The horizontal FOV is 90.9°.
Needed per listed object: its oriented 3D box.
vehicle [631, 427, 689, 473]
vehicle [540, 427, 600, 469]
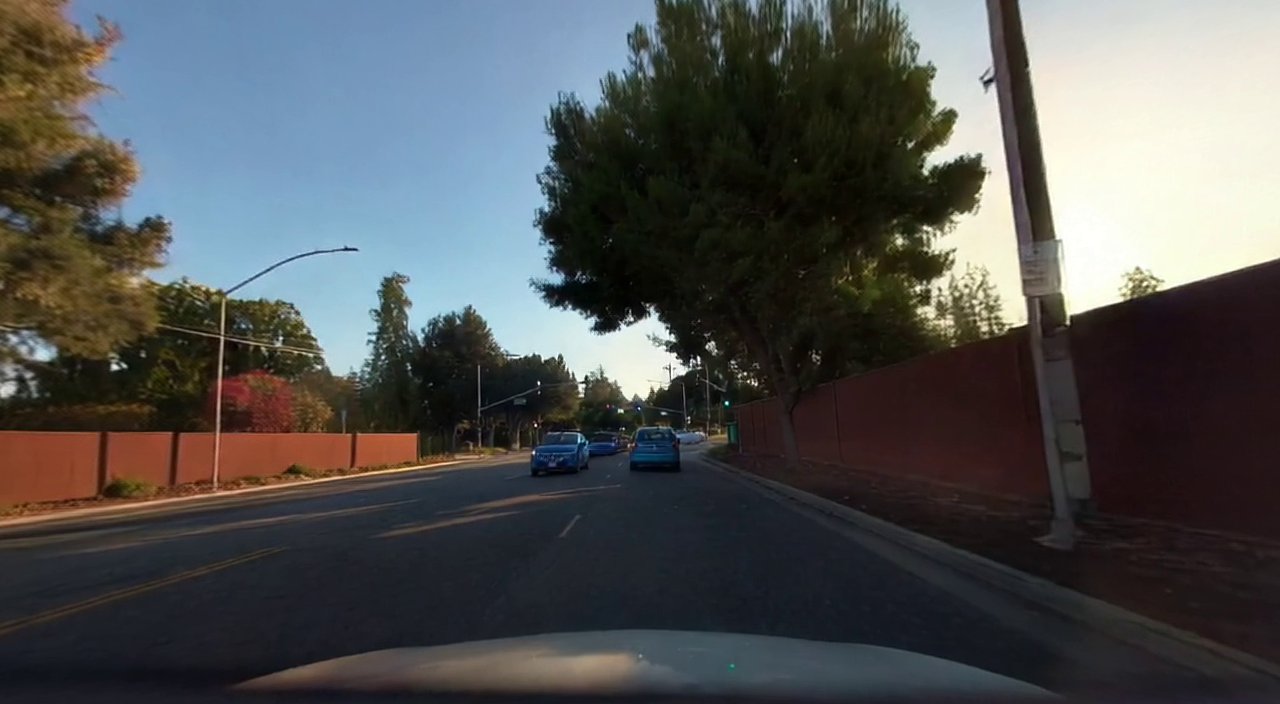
[{"bbox_3d":[0.766,3.867,25.030,2.127,1.665,3.993,0,-8,1],"label":"vehicle"},{"bbox_3d":[-3.054,4.341,28.541,2.190,1.766,4.394,0,-8,1],"label":"vehicle"}]
